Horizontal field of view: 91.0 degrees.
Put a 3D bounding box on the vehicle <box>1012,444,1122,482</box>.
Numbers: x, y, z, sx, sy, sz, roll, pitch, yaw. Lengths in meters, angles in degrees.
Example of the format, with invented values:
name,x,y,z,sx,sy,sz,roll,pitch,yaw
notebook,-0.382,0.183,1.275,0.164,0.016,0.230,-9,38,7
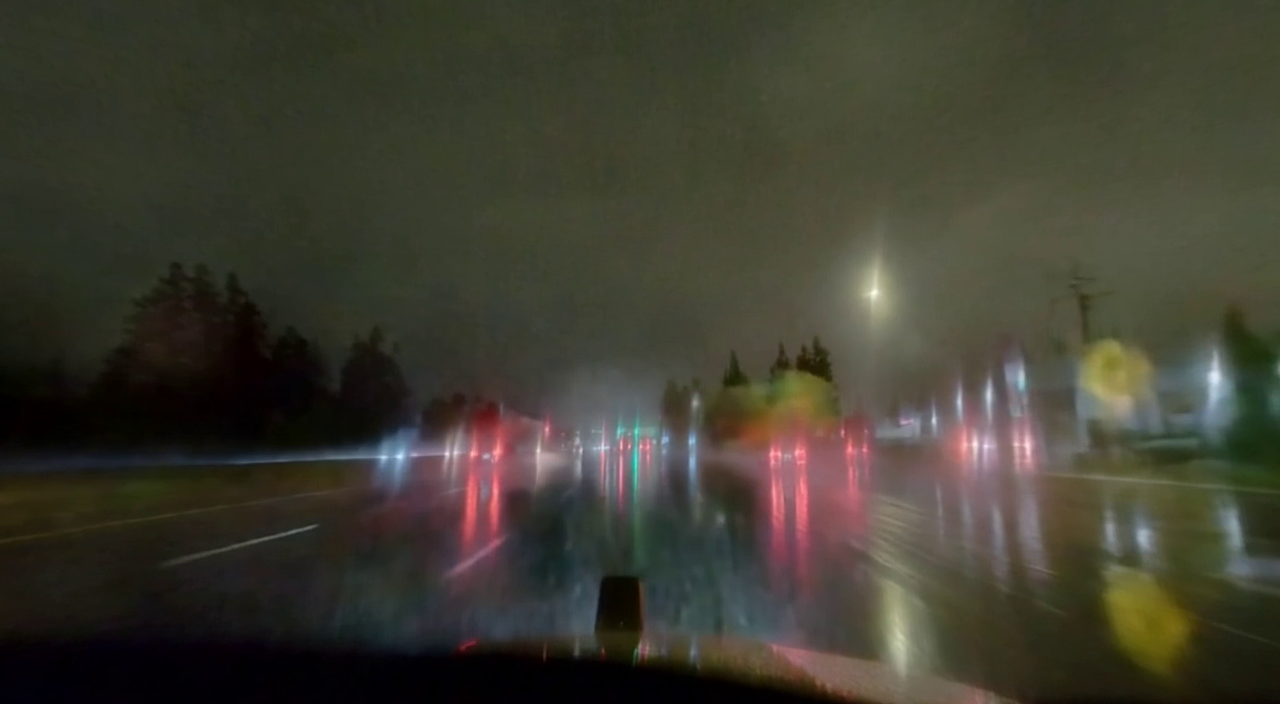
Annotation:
name,x,y,z,sx,sy,sz,roll,pitch,yaw
vehicle,19.234,4.975,28.668,1.989,1.529,4.791,1,-8,5

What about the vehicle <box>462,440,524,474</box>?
name,x,y,z,sx,sy,sz,roll,pitch,yaw
vehicle,-7.039,5.061,30.581,1.985,1.513,4.172,0,-9,1

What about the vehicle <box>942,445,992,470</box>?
name,x,y,z,sx,sy,sz,roll,pitch,yaw
vehicle,22.057,7.101,42.637,2.011,1.550,4.792,-1,-8,15
